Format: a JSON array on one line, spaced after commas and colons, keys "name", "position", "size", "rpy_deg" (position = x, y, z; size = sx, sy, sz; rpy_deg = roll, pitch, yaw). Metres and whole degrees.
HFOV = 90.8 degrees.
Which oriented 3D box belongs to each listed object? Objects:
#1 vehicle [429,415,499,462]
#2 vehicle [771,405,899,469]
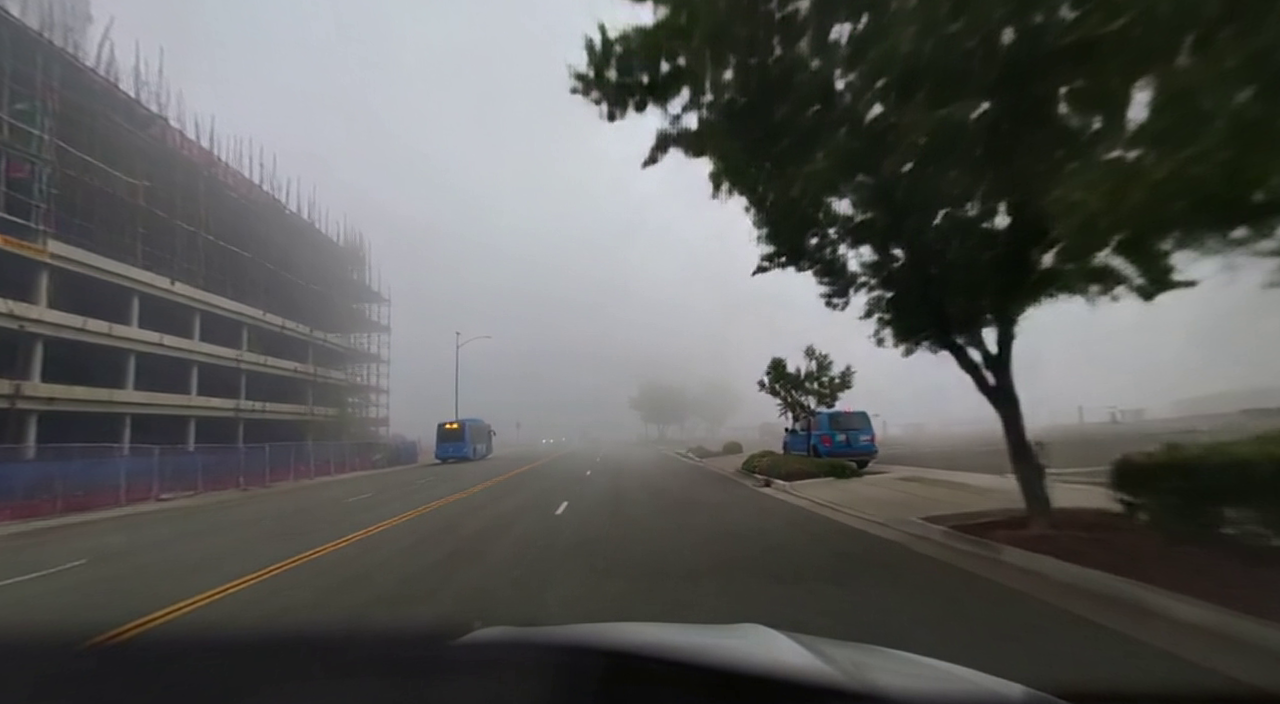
[{"name": "vehicle", "position": [-11.455, 5.728, 41.809], "size": [2.979, 2.803, 5.962], "rpy_deg": [-1, -8, -1]}, {"name": "vehicle", "position": [6.531, 3.009, 22.091], "size": [2.267, 1.911, 5.816], "rpy_deg": [1, -8, -4]}]
